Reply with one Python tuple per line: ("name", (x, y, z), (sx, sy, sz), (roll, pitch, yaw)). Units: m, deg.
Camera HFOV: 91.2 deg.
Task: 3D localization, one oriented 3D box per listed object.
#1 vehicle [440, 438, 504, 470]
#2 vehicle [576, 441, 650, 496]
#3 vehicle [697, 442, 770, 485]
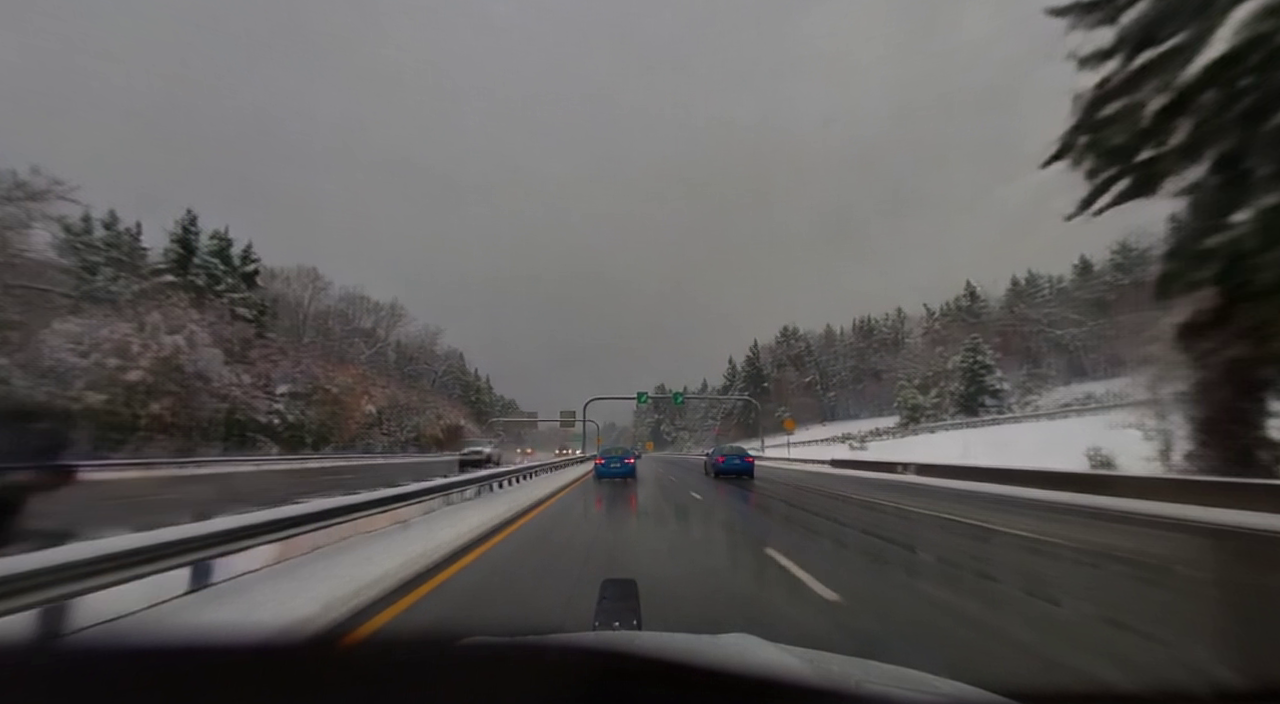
("vehicle", (-9.554, 5.859, 36.088), (2.512, 1.641, 4.748), (0, -9, -1))
("vehicle", (-0.797, 3.692, 20.220), (2.128, 1.516, 4.410), (0, -9, -1))
("vehicle", (3.710, 4.527, 25.676), (2.300, 1.595, 4.144), (-1, -9, 0))
